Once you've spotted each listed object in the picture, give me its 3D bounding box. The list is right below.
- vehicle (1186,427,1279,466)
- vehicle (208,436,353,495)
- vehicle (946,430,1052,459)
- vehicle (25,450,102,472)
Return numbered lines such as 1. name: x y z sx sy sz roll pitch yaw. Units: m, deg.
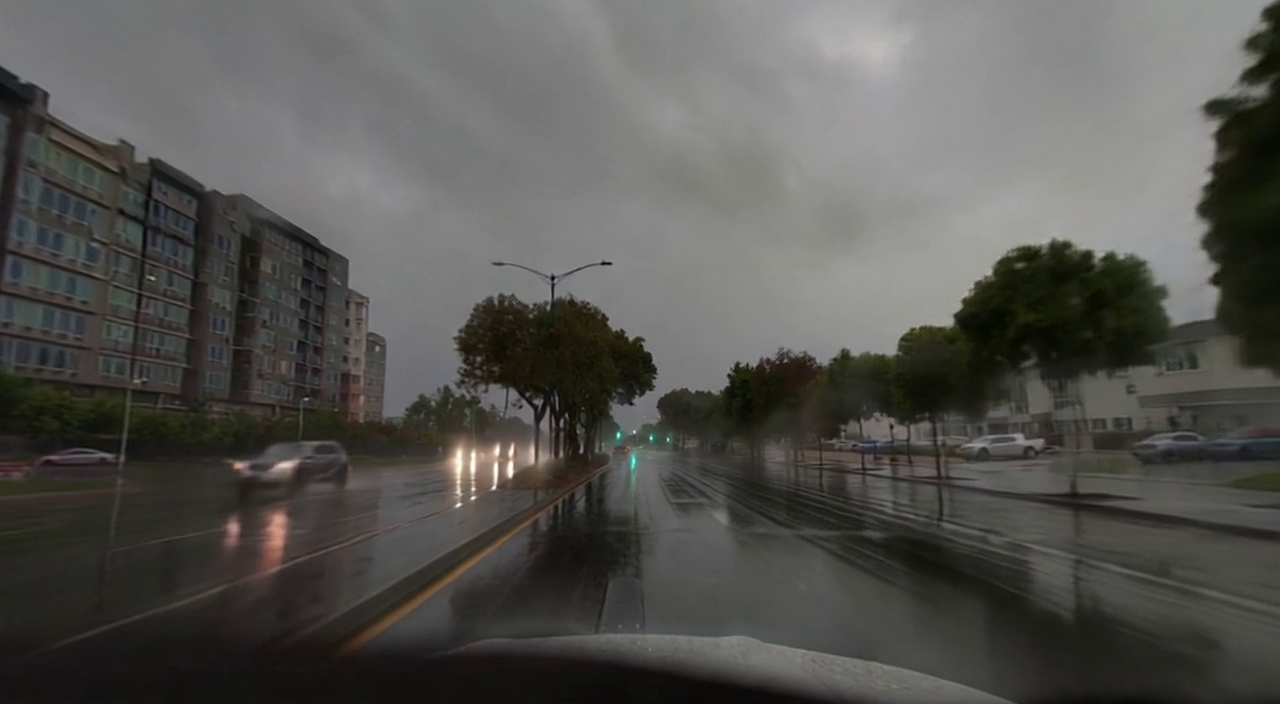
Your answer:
1. vehicle: 25.916 3.961 26.559 4.068 1.546 2.017 1 -8 -4
2. vehicle: -12.218 3.870 21.952 2.250 1.788 4.684 0 -9 0
3. vehicle: 22.480 5.834 39.659 5.320 1.722 2.651 2 -9 -15
4. vehicle: -45.033 8.481 49.363 4.235 1.611 2.127 8 -12 -44
